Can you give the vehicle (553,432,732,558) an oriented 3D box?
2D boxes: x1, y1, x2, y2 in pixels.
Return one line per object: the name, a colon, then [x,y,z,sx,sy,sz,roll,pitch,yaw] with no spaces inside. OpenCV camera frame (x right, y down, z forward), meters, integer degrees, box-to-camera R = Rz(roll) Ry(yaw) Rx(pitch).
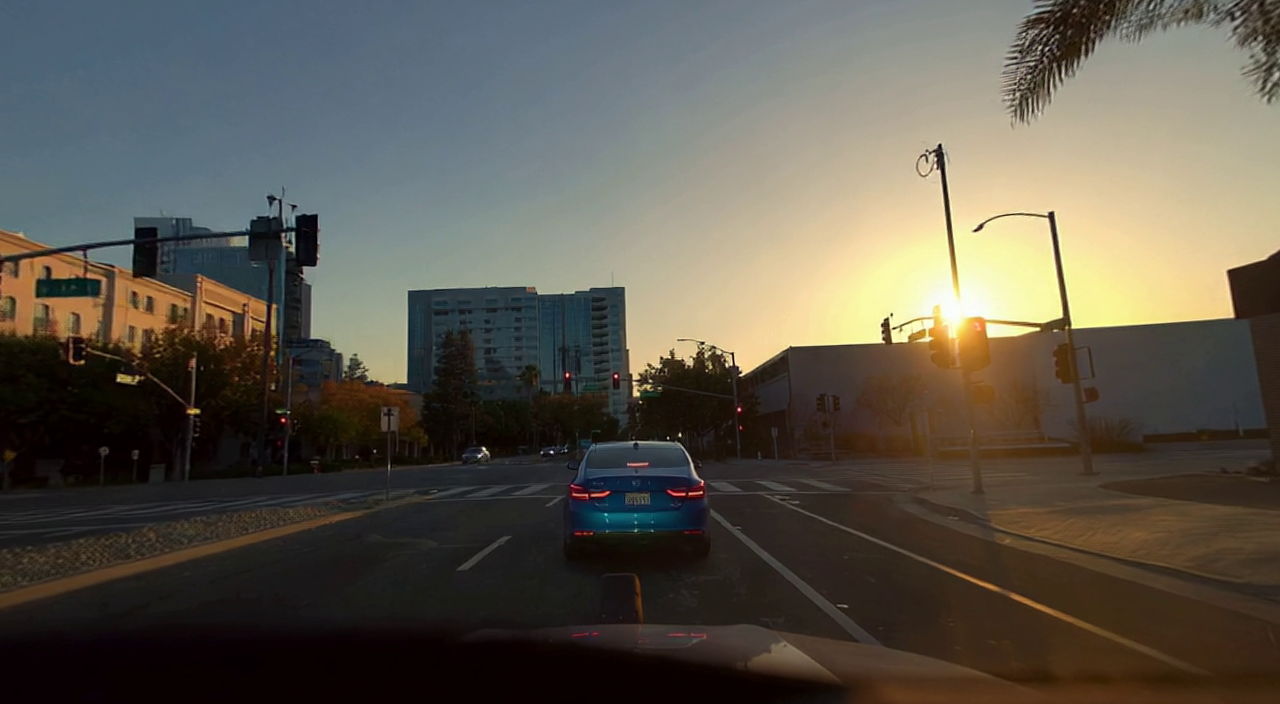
vehicle: [-0.004,1.998,9.513,2.107,1.470,3.974,0,-9,-1]
